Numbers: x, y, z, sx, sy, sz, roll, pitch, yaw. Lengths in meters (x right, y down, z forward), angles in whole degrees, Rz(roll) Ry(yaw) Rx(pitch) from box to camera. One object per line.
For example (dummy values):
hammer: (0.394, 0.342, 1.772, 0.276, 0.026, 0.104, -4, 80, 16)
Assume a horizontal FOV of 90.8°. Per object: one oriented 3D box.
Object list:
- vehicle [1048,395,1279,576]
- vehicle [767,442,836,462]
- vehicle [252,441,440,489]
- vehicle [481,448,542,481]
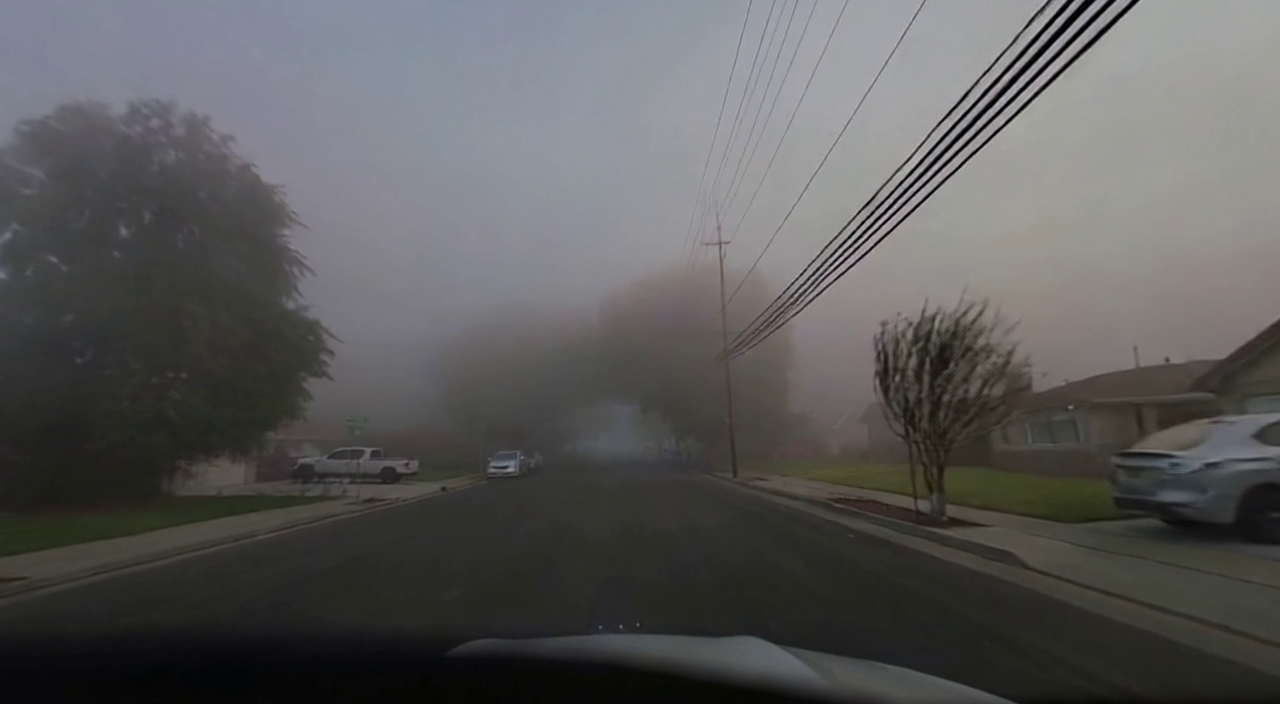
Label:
vehicle: (9.060, 1.529, 8.112, 5.890, 1.896, 2.459, -2, -8, -1)
vehicle: (12.108, 7.522, 47.540, 4.605, 1.492, 1.898, 0, -9, -1)
vehicle: (-12.179, 4.732, 26.691, 6.619, 1.759, 2.632, -1, -9, -2)
vehicle: (-6.554, 5.785, 32.855, 2.208, 1.491, 5.089, 0, -8, -1)
